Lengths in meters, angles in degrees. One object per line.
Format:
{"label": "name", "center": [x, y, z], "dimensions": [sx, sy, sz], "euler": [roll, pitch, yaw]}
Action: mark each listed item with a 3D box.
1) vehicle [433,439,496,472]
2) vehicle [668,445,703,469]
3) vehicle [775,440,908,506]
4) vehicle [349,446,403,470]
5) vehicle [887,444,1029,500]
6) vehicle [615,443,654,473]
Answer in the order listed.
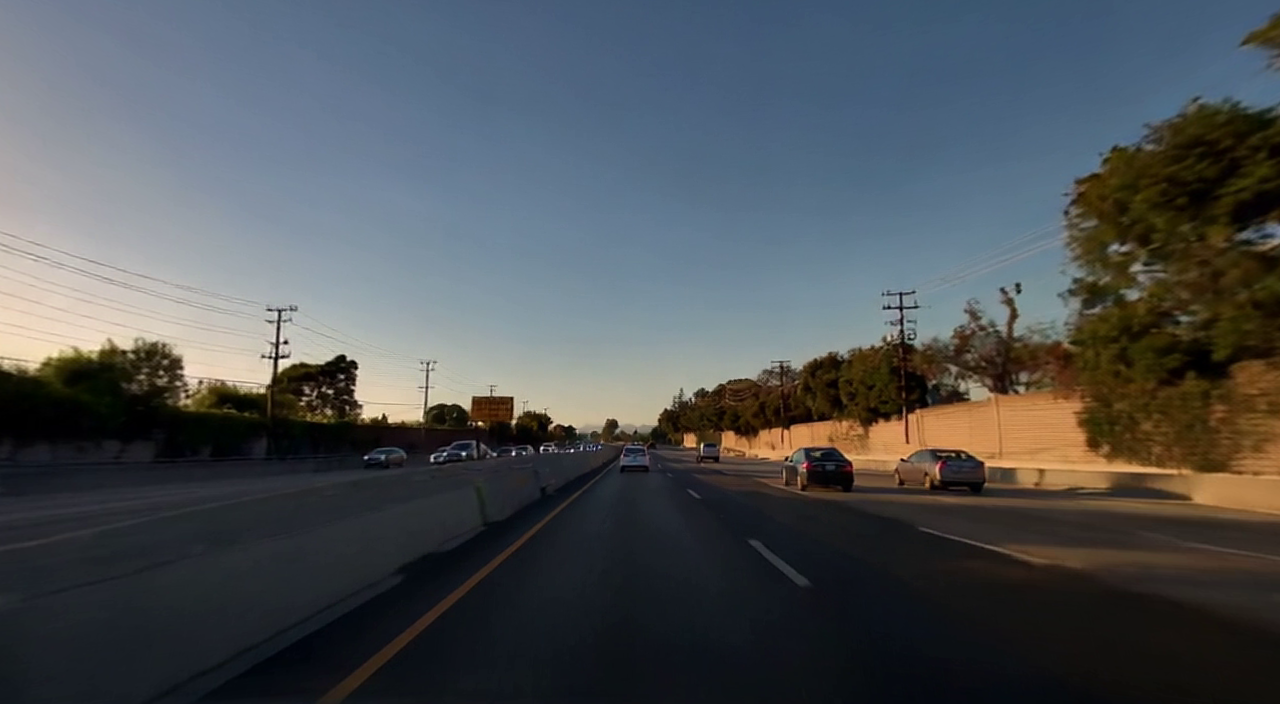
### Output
{"label": "vehicle", "center": [-10.103, 6.000, 36.753], "dimensions": [2.359, 1.762, 4.575], "euler": [0, -9, 0]}
{"label": "vehicle", "center": [2.996, 7.010, 42.401], "dimensions": [1.981, 1.480, 4.316], "euler": [0, -9, -1]}
{"label": "vehicle", "center": [5.177, 3.151, 17.006], "dimensions": [2.069, 1.520, 4.614], "euler": [0, -9, 0]}
{"label": "vehicle", "center": [-20.526, 8.232, 49.429], "dimensions": [2.009, 1.788, 4.848], "euler": [0, -9, 1]}
{"label": "vehicle", "center": [9.532, 3.592, 19.440], "dimensions": [1.969, 1.506, 4.422], "euler": [0, -9, -2]}
{"label": "vehicle", "center": [-0.282, 5.649, 33.926], "dimensions": [1.993, 1.506, 3.883], "euler": [0, -8, -1]}
